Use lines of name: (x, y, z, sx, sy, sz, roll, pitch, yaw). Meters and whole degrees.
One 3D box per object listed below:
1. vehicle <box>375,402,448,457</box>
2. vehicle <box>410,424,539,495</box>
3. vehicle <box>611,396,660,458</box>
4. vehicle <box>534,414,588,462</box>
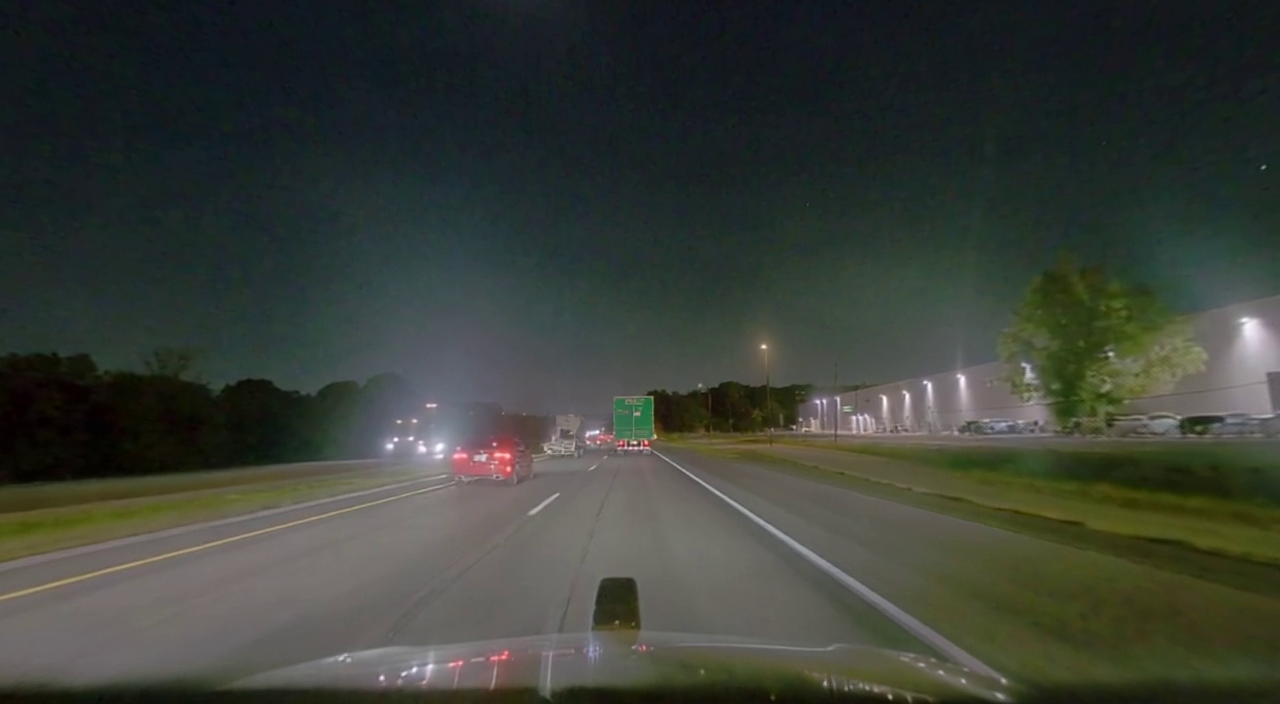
vehicle: (-17.122, 5.907, 47.691, 3.295, 3.920, 5.858, 0, -8, -1)
vehicle: (-4.175, 2.786, 16.886, 2.005, 1.602, 5.131, 0, -8, 1)
vehicle: (-0.462, 5.624, 46.696, 3.259, 4.066, 9.891, 0, -8, -2)
vehicle: (-4.848, 5.467, 40.059, 2.717, 2.714, 6.997, 0, -8, -1)
